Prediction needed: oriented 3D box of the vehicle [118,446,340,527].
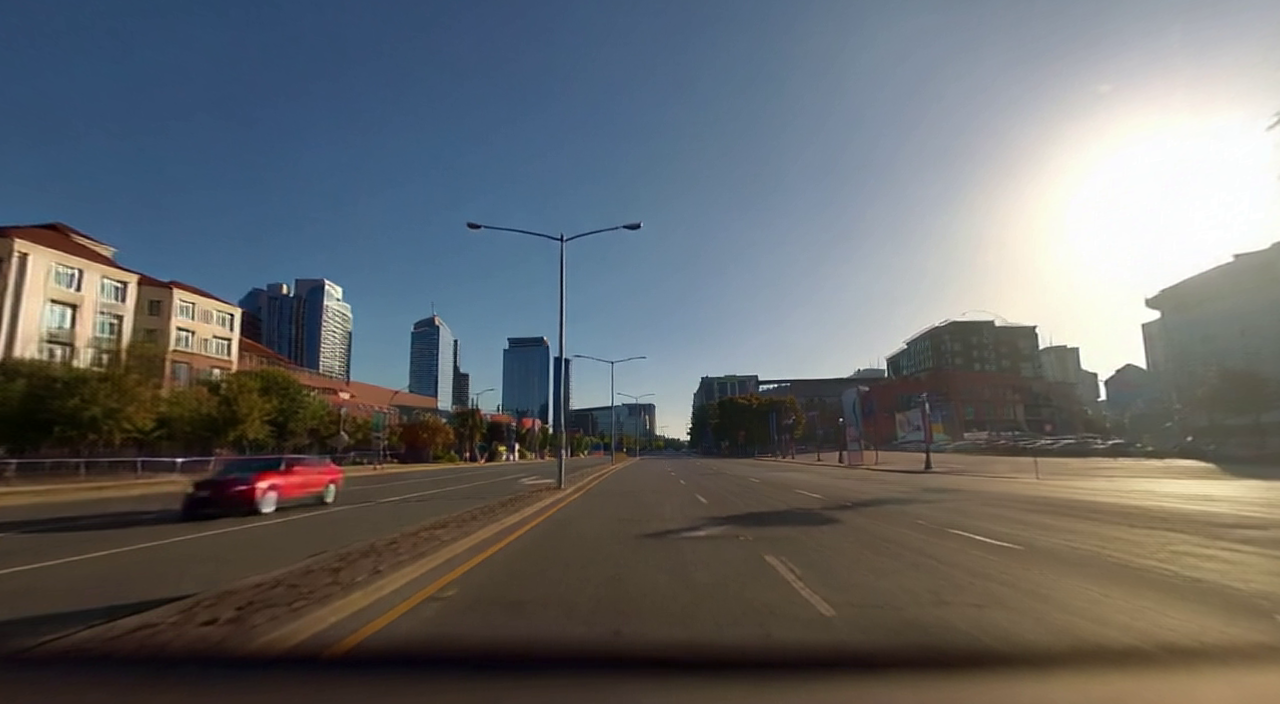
[{"bbox_3d":[-8.642,2.812,13.841,1.866,1.463,4.378,0,-9,1],"label":"vehicle"}]
